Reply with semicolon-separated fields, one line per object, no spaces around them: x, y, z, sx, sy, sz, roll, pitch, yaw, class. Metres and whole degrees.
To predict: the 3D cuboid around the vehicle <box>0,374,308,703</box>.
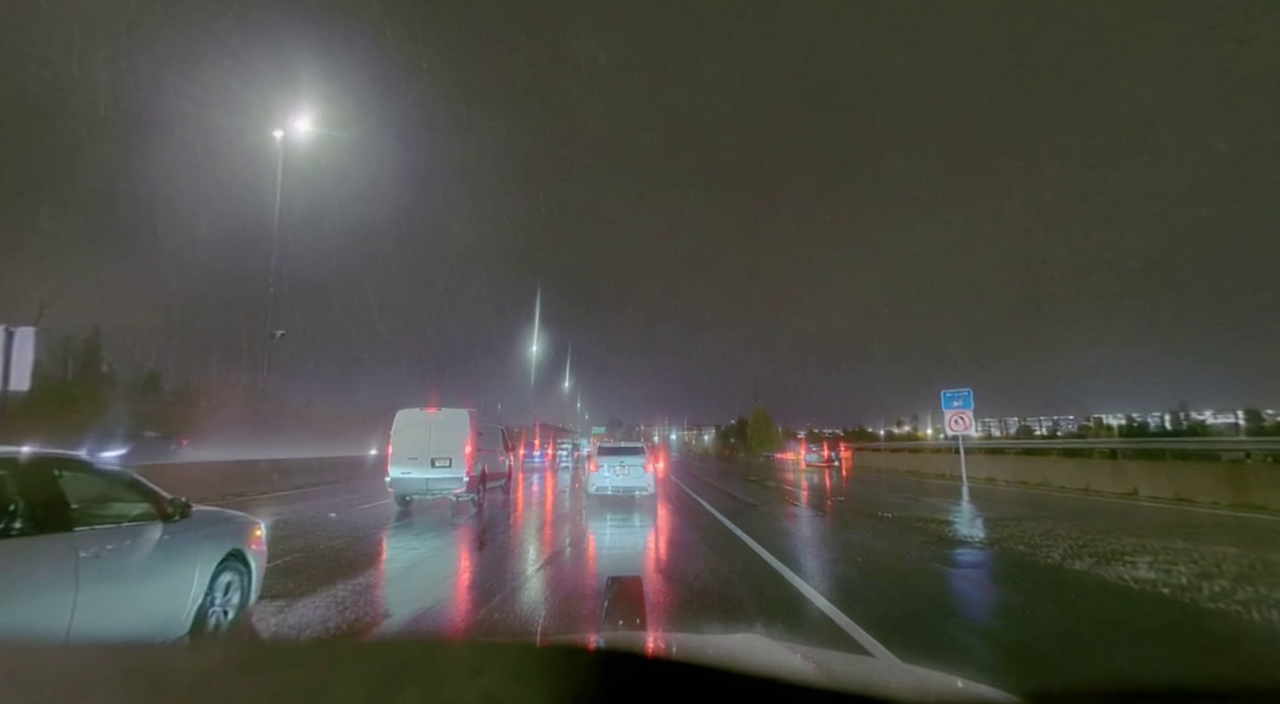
-3.940;0.966;3.240;2.041;1.604;4.384;0;-9;1;vehicle

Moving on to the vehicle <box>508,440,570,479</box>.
-4.023;4.361;25.892;1.824;1.459;4.007;0;-9;1;vehicle

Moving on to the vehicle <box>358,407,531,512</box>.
-4.284;2.509;15.174;2.324;2.012;5.740;0;-9;0;vehicle

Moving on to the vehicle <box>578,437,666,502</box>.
-0.469;3.059;16.854;2.069;1.484;3.918;0;-9;-1;vehicle
